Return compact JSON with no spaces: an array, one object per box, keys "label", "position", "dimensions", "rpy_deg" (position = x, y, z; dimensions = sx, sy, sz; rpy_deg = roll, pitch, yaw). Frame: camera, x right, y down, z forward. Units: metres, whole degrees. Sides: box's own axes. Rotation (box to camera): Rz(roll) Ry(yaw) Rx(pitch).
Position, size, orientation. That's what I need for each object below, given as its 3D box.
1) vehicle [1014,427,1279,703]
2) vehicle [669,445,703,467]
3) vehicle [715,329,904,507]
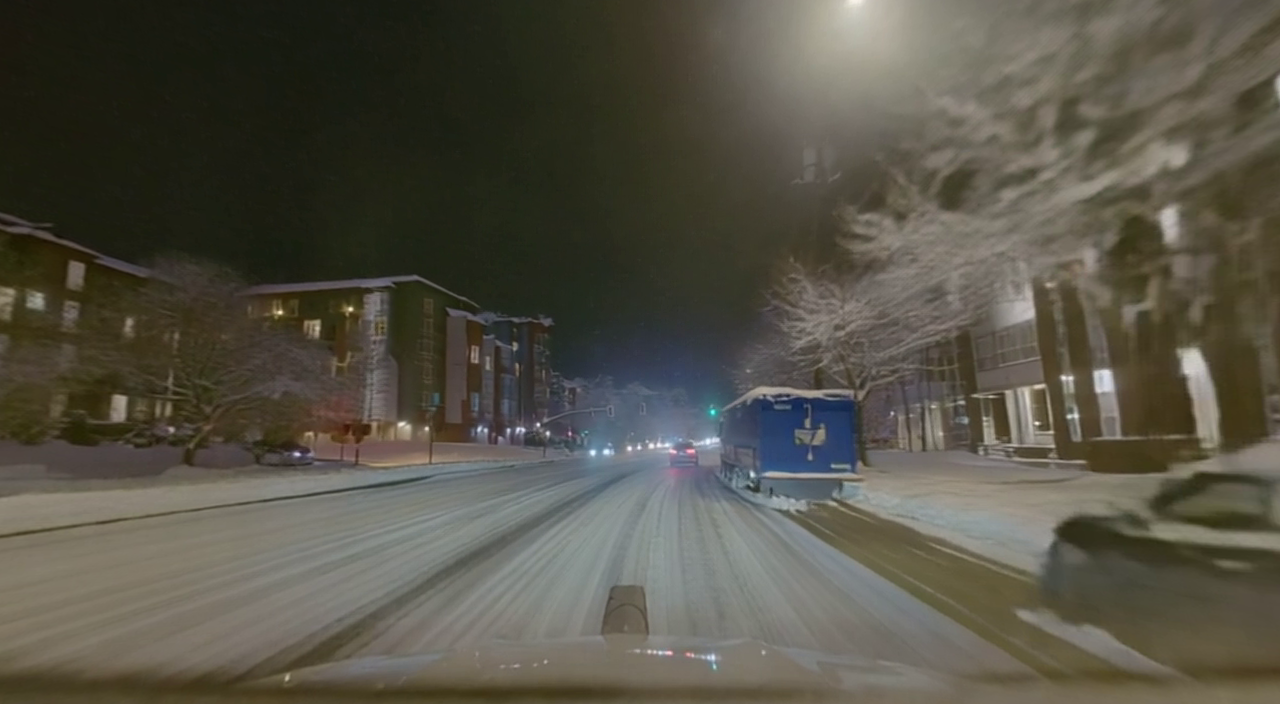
[{"label":"vehicle","position":[4.089,1.095,2.977],"dimensions":[1.884,1.472,4.650],"rpy_deg":[0,-8,1]},{"label":"vehicle","position":[3.044,6.759,41.163],"dimensions":[1.871,1.370,4.206],"rpy_deg":[-1,-8,9]},{"label":"vehicle","position":[4.546,2.405,20.800],"dimensions":[3.157,3.982,13.307],"rpy_deg":[0,-8,3]}]
